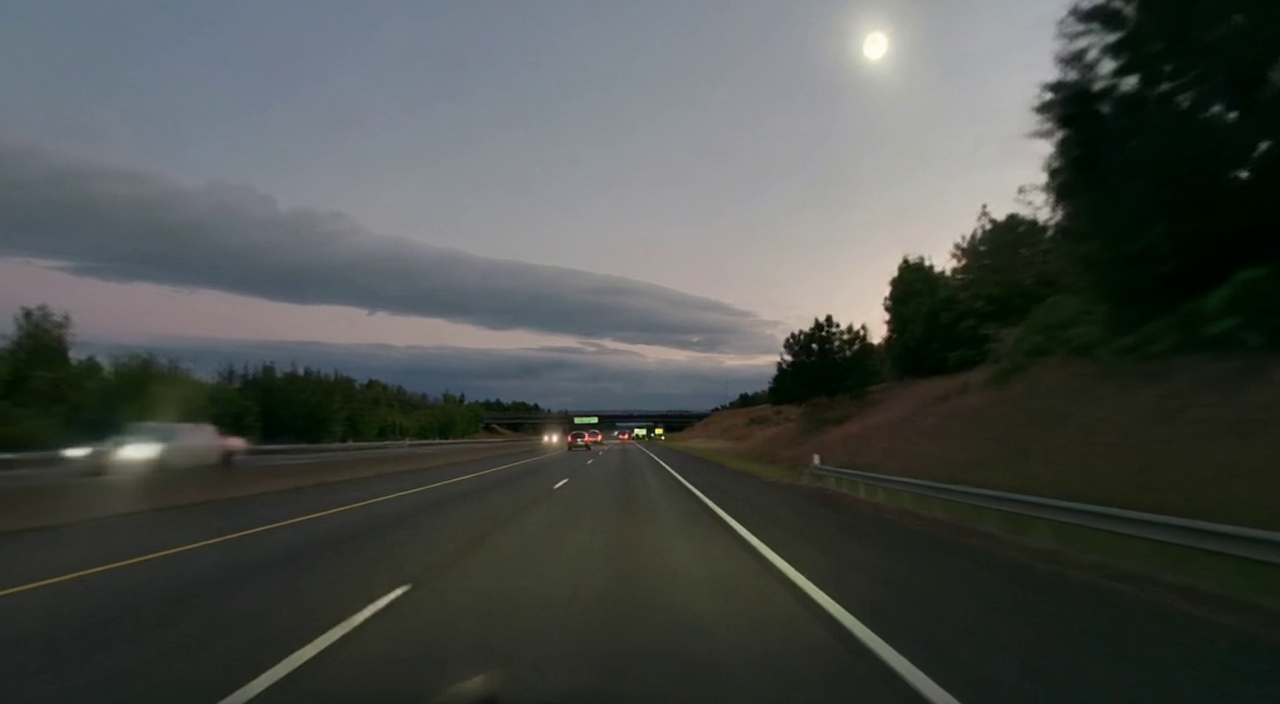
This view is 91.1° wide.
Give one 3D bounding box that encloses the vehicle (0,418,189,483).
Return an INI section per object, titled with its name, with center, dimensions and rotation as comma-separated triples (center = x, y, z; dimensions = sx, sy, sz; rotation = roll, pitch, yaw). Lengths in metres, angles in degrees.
[vehicle]
center = -14.927, 2.650, 17.227
dimensions = 1.858, 1.521, 4.450
rotation = 0, -8, -1
